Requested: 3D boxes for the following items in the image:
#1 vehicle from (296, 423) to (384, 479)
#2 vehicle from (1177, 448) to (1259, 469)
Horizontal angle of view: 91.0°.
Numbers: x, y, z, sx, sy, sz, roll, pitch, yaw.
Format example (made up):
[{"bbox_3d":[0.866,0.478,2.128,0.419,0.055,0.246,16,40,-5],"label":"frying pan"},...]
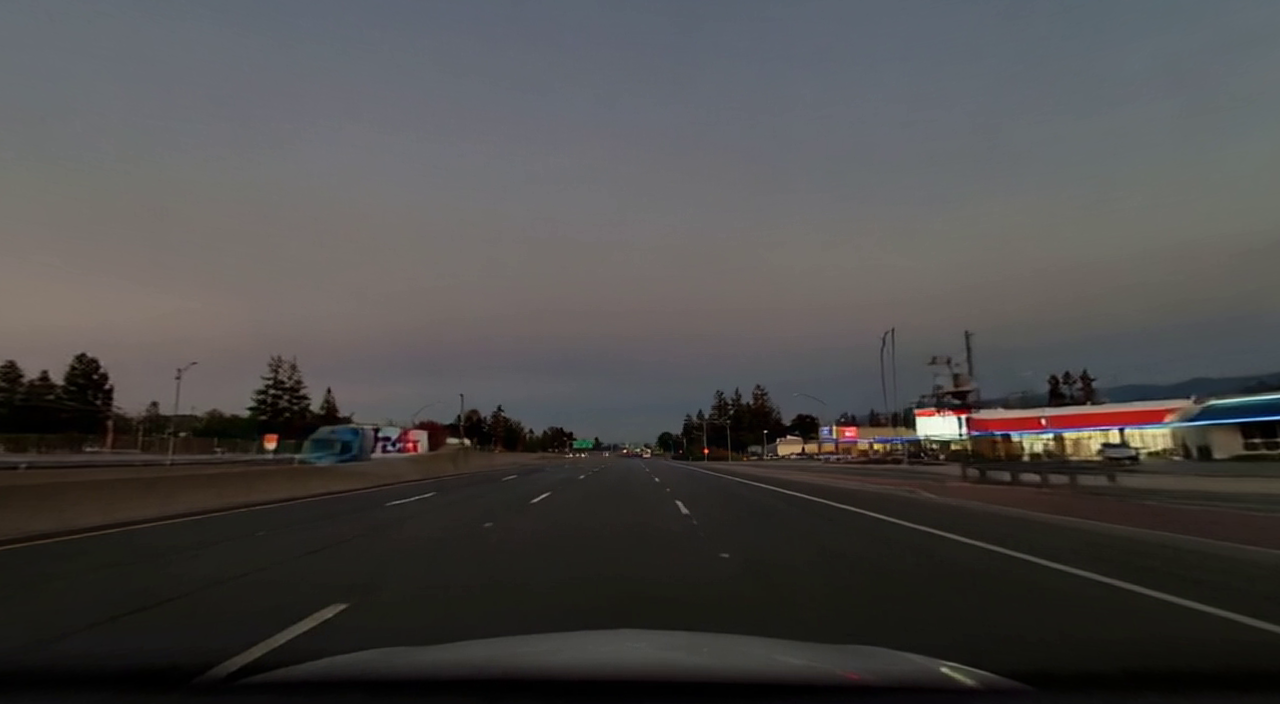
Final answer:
[{"bbox_3d":[-23.040,7.659,48.925,2.971,4.003,7.817,0,-9,-1],"label":"vehicle"},{"bbox_3d":[44.979,8.284,49.037,4.605,1.545,2.020,1,-9,-6],"label":"vehicle"}]
